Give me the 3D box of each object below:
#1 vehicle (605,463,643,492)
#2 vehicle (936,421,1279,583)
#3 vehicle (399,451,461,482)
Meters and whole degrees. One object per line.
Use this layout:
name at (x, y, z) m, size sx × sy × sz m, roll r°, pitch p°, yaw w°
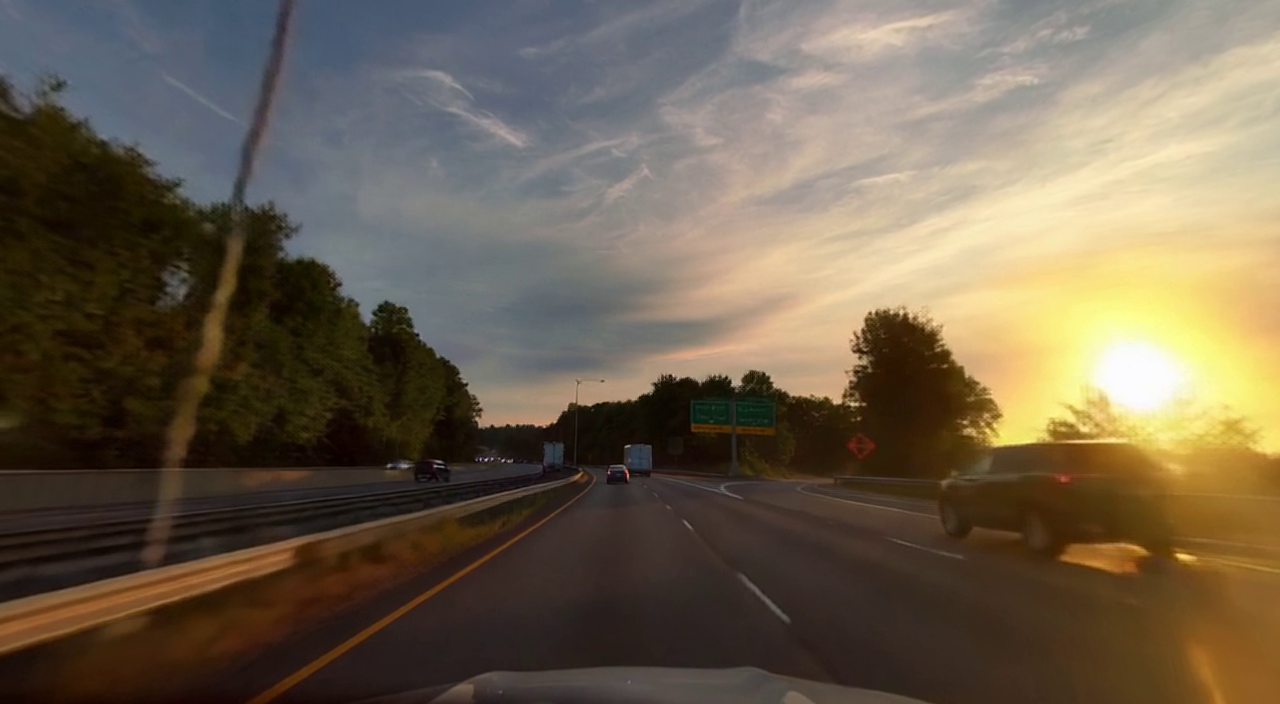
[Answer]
vehicle at (-0.926, 6.988, 35.160) m, size 1.987 × 1.467 × 3.903 m, roll 1°, pitch -10°, yaw -2°
vehicle at (6.534, 2.105, 9.437) m, size 1.998 × 1.776 × 4.663 m, roll 1°, pitch -10°, yaw 1°
vehicle at (-11.905, 6.550, 36.076) m, size 1.952 × 1.618 × 4.859 m, roll 1°, pitch -10°, yaw -1°
